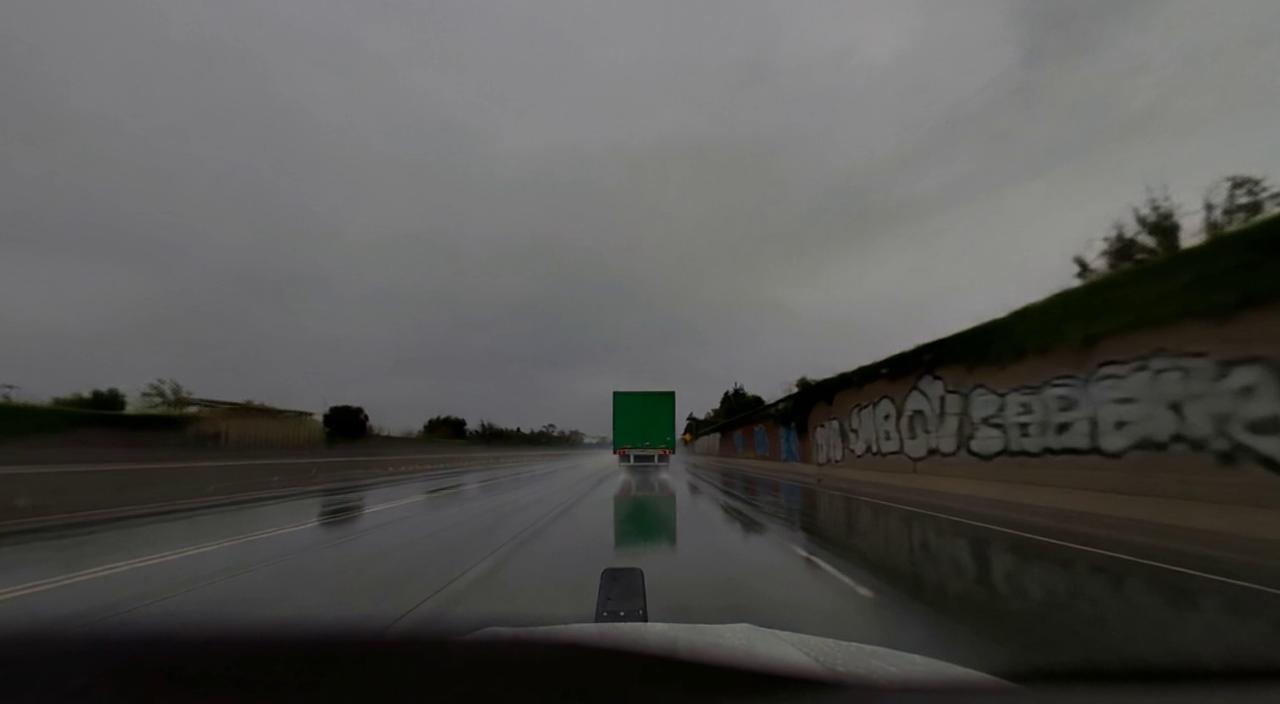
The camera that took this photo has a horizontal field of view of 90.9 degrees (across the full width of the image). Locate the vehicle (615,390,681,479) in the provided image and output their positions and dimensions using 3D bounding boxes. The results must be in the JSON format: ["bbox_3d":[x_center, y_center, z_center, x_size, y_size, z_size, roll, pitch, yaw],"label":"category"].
[{"bbox_3d":[0.250,4.447,33.266,2.900,3.955,10.151,0,-9,-1],"label":"vehicle"}]
